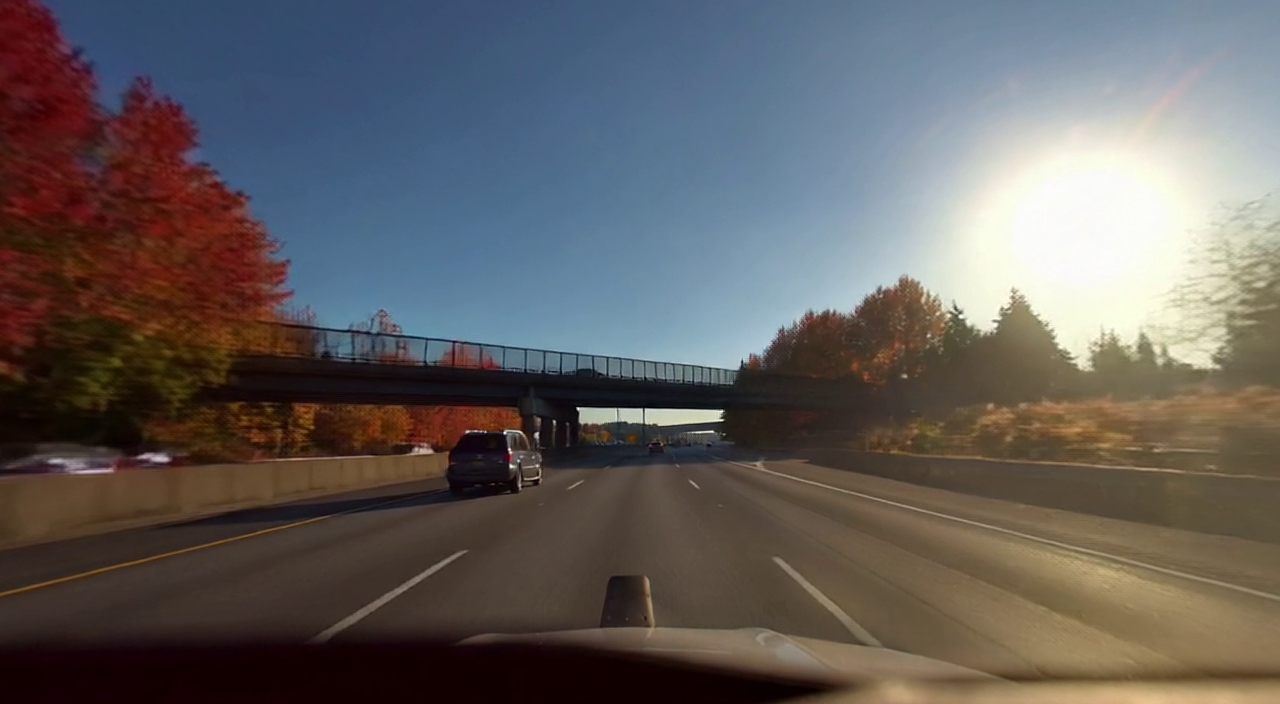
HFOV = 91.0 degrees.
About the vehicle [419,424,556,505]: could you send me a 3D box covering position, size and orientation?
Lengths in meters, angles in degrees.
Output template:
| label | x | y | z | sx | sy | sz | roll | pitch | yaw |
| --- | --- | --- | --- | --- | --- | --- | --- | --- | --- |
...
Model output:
| label | x | y | z | sx | sy | sz | roll | pitch | yaw |
| --- | --- | --- | --- | --- | --- | --- | --- | --- | --- |
| vehicle | -3.565 | 2.721 | 15.680 | 2.177 | 1.707 | 4.432 | 0 | -8 | 2 |
